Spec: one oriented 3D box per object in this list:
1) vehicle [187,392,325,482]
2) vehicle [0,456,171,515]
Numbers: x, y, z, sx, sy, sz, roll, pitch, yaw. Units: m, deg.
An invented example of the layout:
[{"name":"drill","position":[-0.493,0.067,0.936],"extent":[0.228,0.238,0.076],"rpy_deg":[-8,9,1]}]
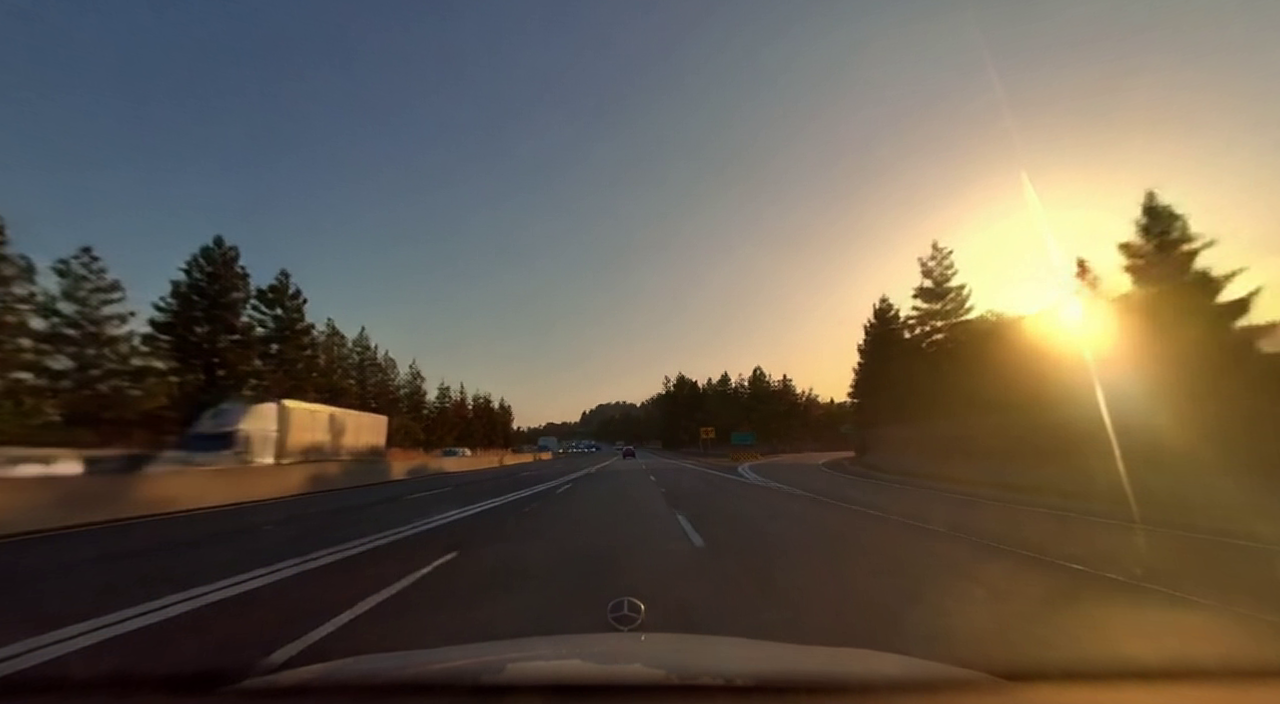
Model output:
[{"name":"vehicle","position":[-19.440,4.422,32.528],"extent":[3.220,4.182,5.975],"rpy_deg":[0,-9,-1]},{"name":"vehicle","position":[-15.594,3.661,17.746],"extent":[1.858,1.421,3.742],"rpy_deg":[0,-9,0]}]
